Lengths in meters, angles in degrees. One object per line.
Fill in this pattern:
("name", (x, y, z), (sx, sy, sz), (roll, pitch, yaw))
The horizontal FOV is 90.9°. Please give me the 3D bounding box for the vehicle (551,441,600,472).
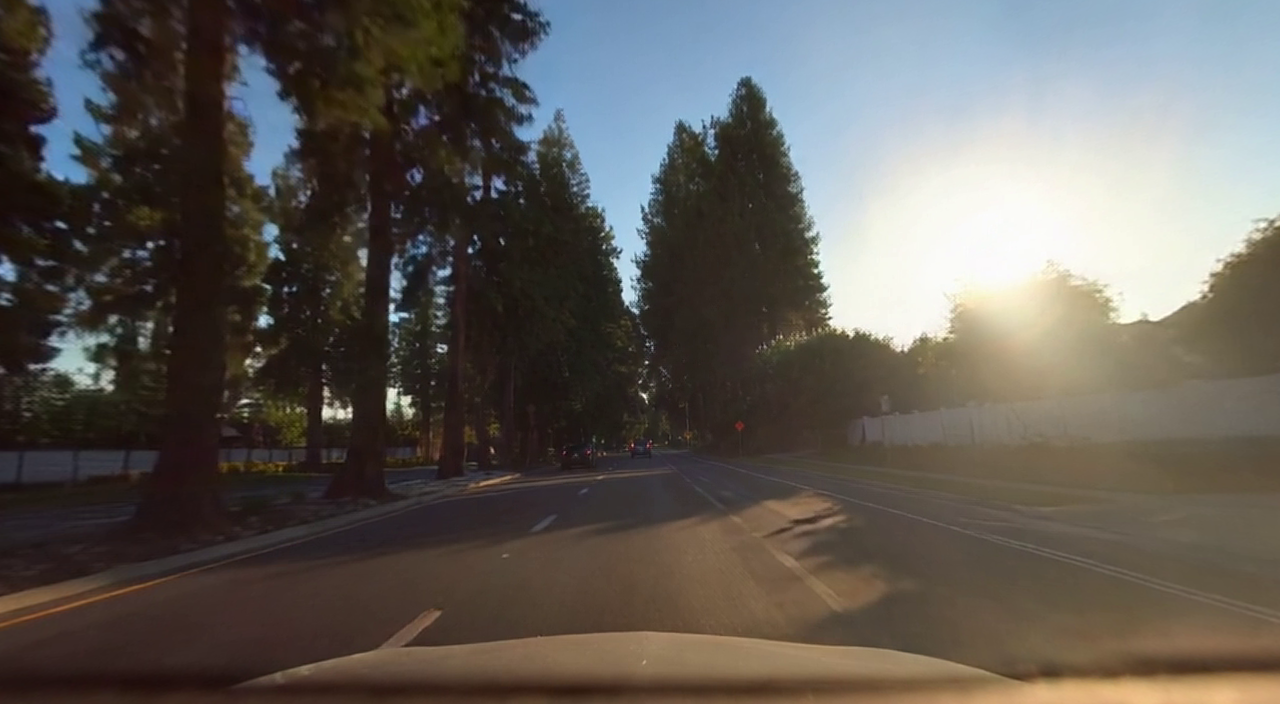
("vehicle", (-3.282, 5.418, 32.862), (2.021, 1.466, 4.330), (0, -9, 1))
